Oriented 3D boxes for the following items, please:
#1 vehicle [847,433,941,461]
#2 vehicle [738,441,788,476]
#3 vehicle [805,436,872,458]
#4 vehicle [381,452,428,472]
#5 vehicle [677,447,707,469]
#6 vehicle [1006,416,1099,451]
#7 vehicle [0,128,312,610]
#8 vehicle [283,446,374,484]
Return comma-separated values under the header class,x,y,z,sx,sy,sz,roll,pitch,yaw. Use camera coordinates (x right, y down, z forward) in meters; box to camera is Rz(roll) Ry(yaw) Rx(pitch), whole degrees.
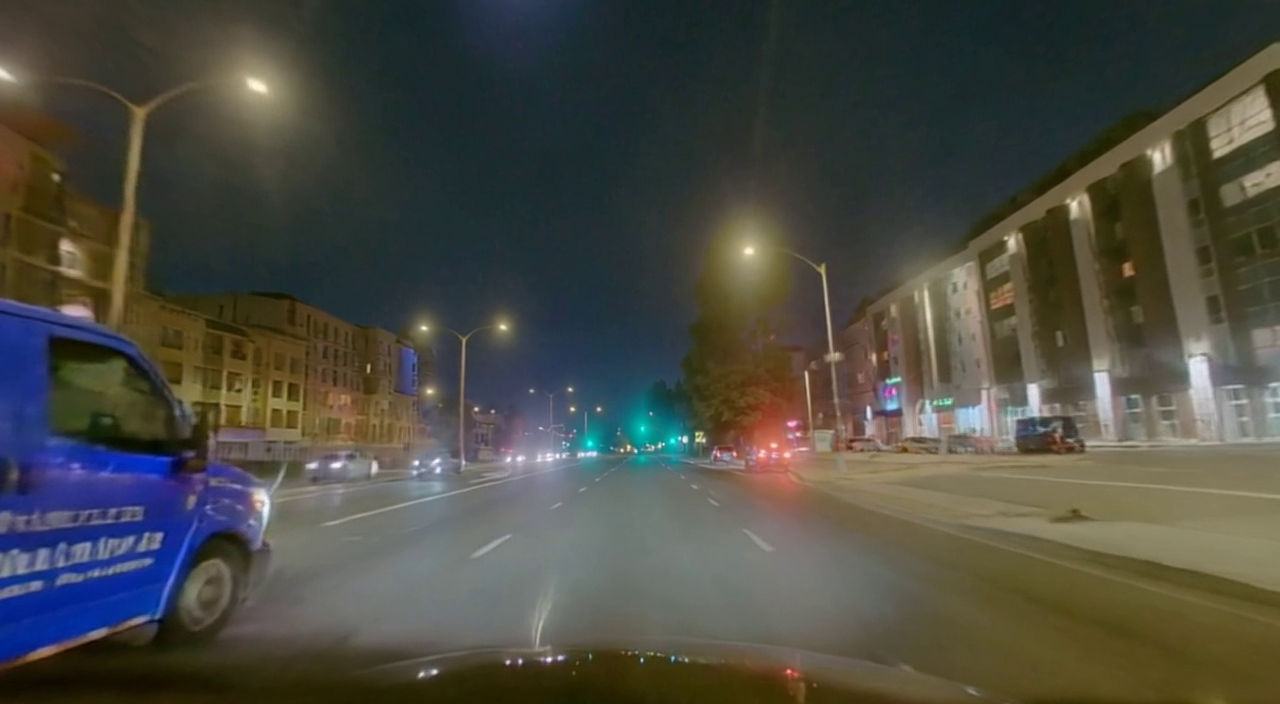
class,x,y,z,sx,sy,sz,roll,pitch,yaw
vehicle,15.370,5.801,38.460,4.830,1.605,1.982,-1,-9,4
vehicle,6.759,5.896,35.156,2.175,1.770,4.373,-1,-9,4
vehicle,15.235,7.305,48.697,4.527,1.637,1.887,0,-9,0
vehicle,-18.319,8.571,49.404,1.911,1.476,4.602,0,-9,0
vehicle,3.791,7.783,46.649,1.878,1.534,4.120,0,-9,-1
vehicle,30.895,6.160,47.455,5.204,2.465,2.316,-1,-9,5
vehicle,-5.373,0.102,3.913,2.763,2.974,7.562,0,-8,-2
vehicle,-14.993,5.445,30.754,2.151,1.705,4.537,0,-9,-1
